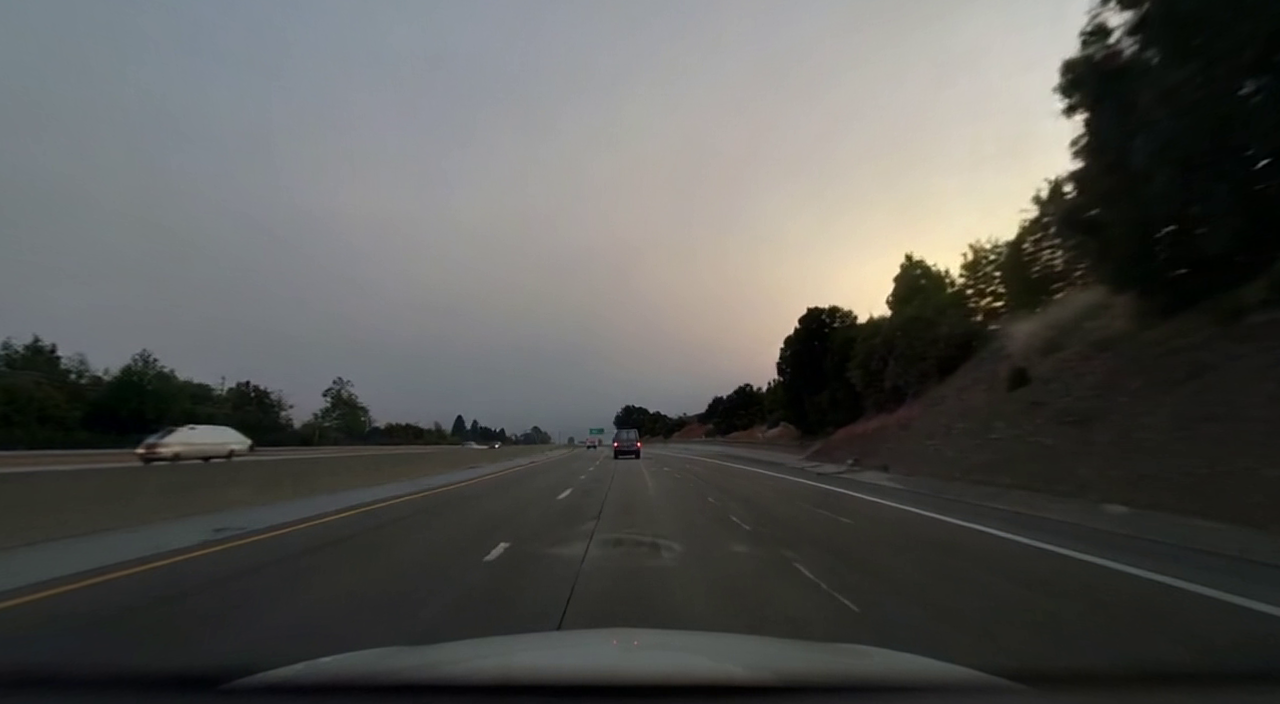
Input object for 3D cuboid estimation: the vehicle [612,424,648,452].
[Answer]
[{"bbox_3d":[-0.706,5.506,40.076,2.157,1.647,4.524,0,-8,-2],"label":"vehicle"}]
